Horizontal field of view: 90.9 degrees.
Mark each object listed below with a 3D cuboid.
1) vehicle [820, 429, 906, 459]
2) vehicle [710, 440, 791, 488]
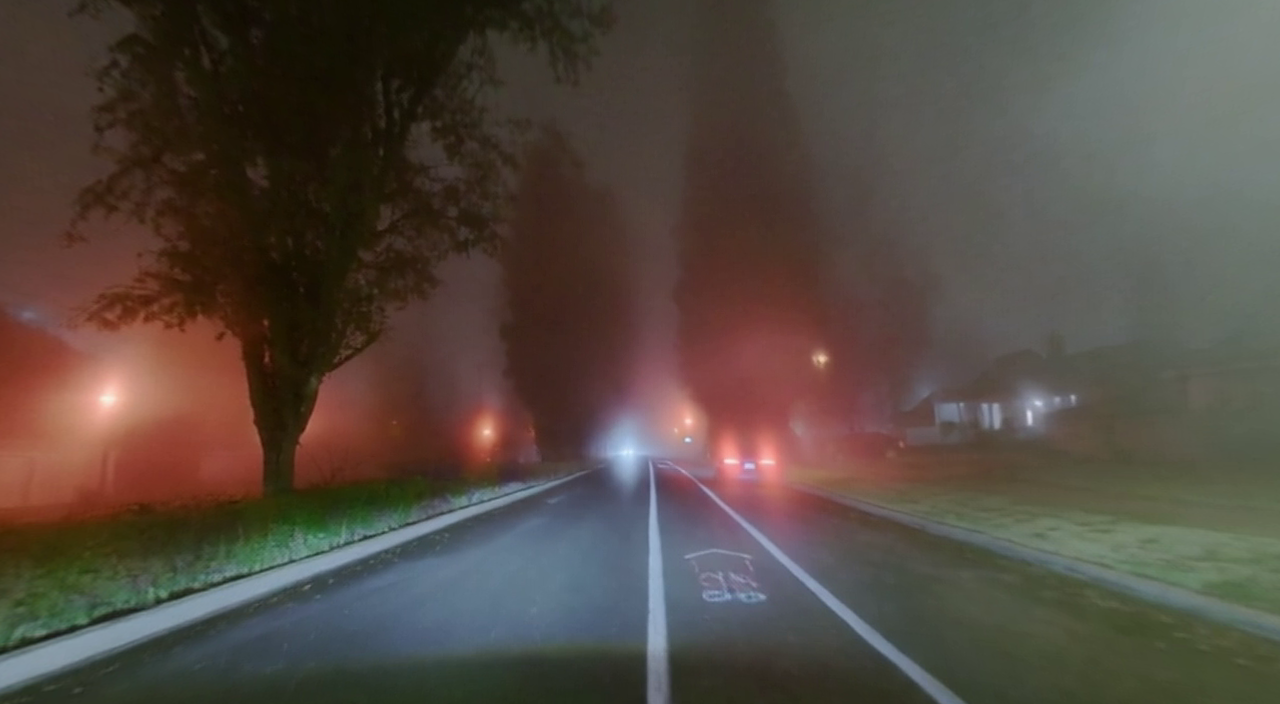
[{"bbox_3d":[11.716,4.872,33.251,3.827,1.512,1.855,0,-8,1],"label":"vehicle"},{"bbox_3d":[3.832,3.975,22.745,1.979,1.524,4.578,0,-8,-2],"label":"vehicle"}]
